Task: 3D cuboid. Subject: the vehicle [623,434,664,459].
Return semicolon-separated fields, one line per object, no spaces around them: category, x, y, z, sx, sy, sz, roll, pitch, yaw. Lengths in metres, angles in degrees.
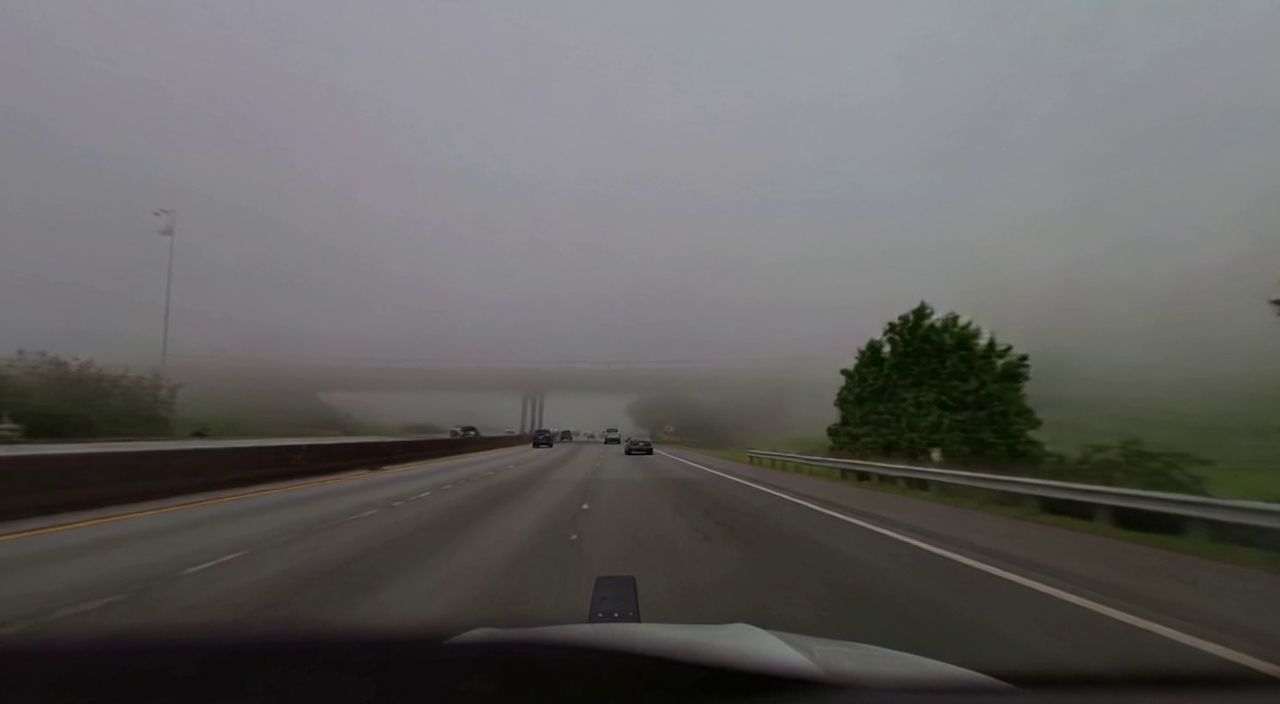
vehicle;0.112;5.225;34.933;1.999;1.329;3.913;1;-8;-4
